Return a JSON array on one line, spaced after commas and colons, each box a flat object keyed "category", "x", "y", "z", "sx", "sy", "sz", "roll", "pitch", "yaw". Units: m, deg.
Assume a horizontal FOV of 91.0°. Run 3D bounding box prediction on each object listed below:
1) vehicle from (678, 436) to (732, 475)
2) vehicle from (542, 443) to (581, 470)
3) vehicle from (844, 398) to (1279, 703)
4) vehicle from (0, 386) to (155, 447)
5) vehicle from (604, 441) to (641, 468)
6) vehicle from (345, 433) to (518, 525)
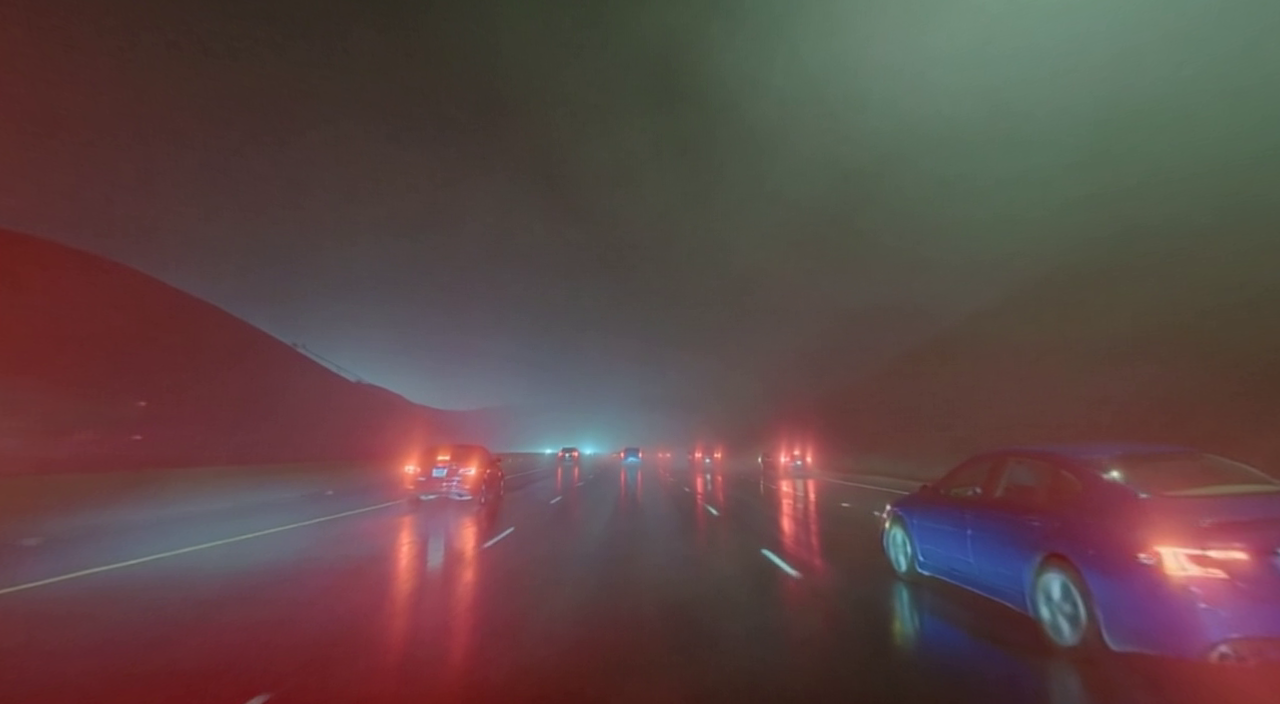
[{"category": "vehicle", "x": 3.262, "y": 5.335, "z": 32.614, "sx": 2.222, "sy": 1.820, "sz": 4.733, "roll": 0, "pitch": -9, "yaw": -1}, {"category": "vehicle", "x": -4.547, "y": 6.096, "z": 36.971, "sx": 1.796, "sy": 1.464, "sz": 3.839, "roll": 0, "pitch": -9, "yaw": -1}, {"category": "vehicle", "x": 3.170, "y": 1.213, "z": 4.023, "sx": 2.136, "sy": 1.511, "sz": 4.706, "roll": 0, "pitch": -9, "yaw": 0}, {"category": "vehicle", "x": -44.313, "y": 5.160, "z": 47.606, "sx": 2.886, "sy": 4.000, "sz": 16.408, "roll": 1, "pitch": -9, "yaw": -2}, {"category": "vehicle", "x": -1.053, "y": 6.306, "z": 38.953, "sx": 2.147, "sy": 1.572, "sz": 4.094, "roll": 0, "pitch": -9, "yaw": -1}, {"category": "vehicle", "x": -3.915, "y": 2.448, "z": 12.714, "sx": 1.993, "sy": 1.500, "sz": 4.248, "roll": 0, "pitch": -9, "yaw": 1}]
